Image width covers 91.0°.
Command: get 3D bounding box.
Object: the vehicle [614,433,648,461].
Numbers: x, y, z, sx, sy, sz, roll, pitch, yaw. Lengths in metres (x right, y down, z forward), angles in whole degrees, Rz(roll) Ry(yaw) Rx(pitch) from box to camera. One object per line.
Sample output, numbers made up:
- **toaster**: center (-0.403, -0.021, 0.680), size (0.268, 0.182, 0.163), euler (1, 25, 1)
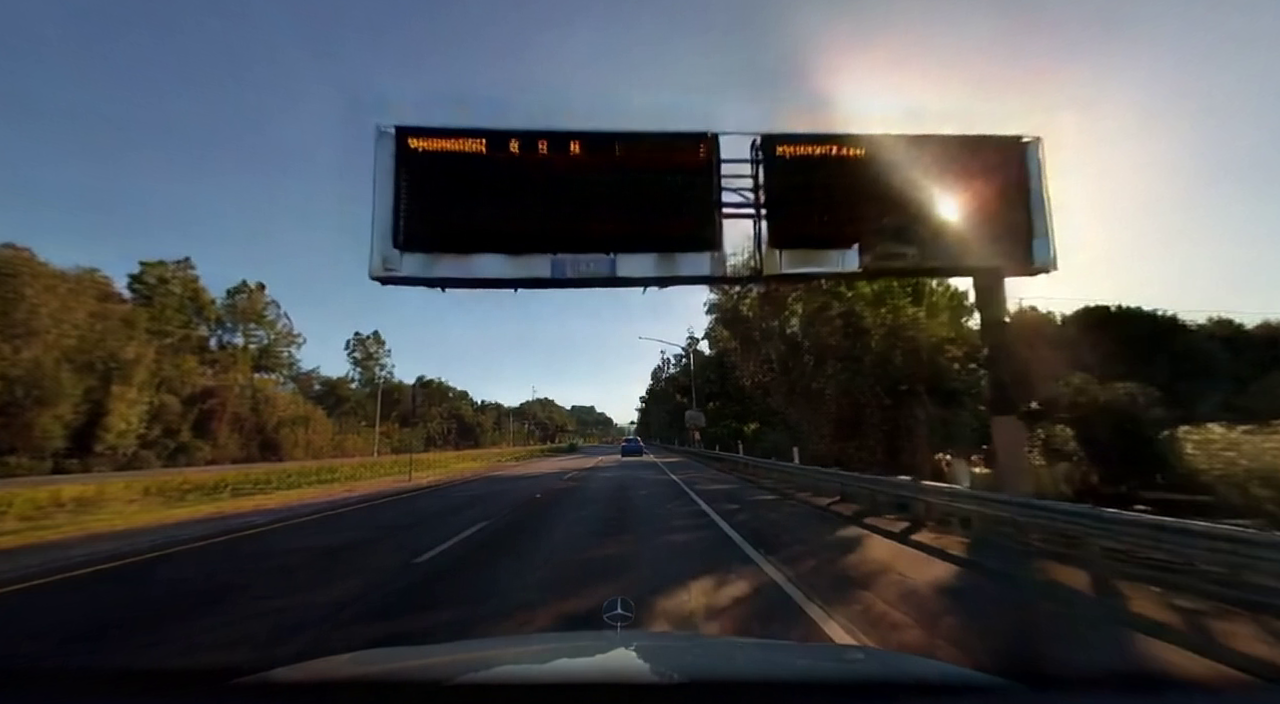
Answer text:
- **vehicle**: center (-0.616, 6.325, 42.107), size (2.180, 1.717, 4.139), euler (0, -8, -1)
